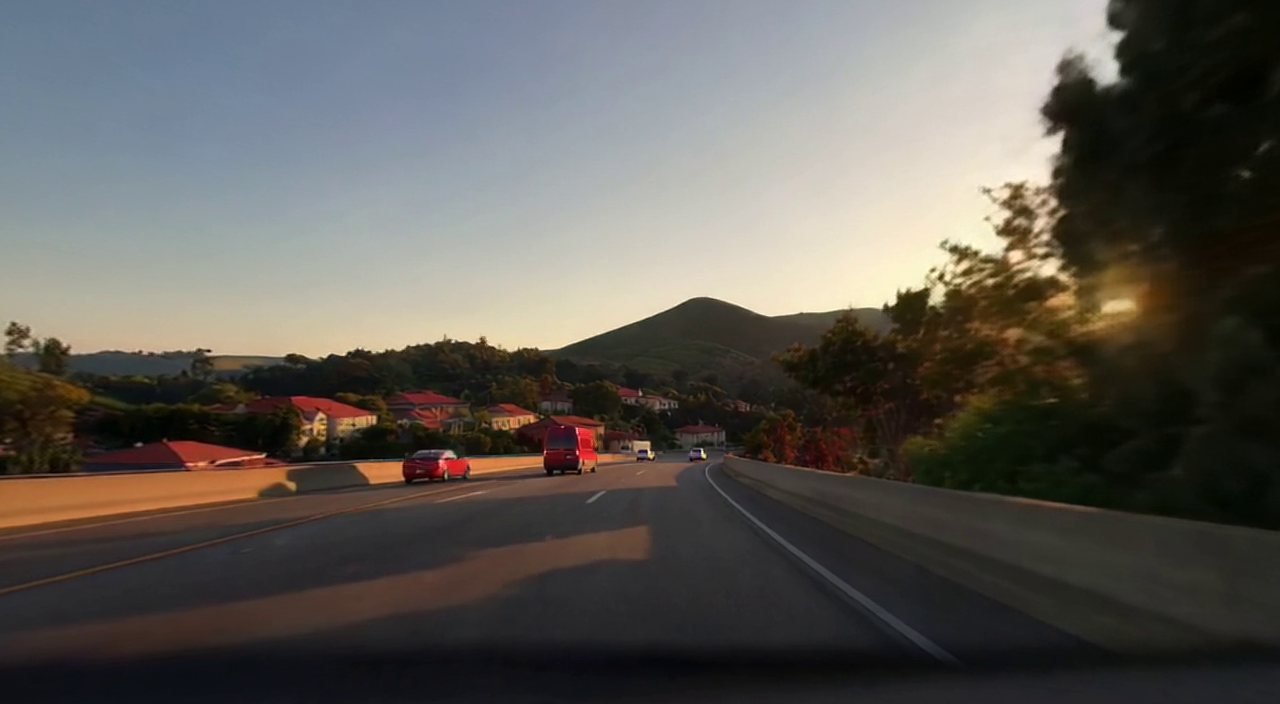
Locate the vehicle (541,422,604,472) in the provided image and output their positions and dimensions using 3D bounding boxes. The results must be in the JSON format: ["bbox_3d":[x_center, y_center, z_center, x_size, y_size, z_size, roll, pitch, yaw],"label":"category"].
[{"bbox_3d":[-3.931,5.731,38.242,2.314,2.703,6.441,-1,-9,7],"label":"vehicle"}]

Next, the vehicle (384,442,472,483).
[{"bbox_3d":[-8.666,4.528,26.235,1.821,1.524,4.342,-1,-9,5],"label":"vehicle"}]
